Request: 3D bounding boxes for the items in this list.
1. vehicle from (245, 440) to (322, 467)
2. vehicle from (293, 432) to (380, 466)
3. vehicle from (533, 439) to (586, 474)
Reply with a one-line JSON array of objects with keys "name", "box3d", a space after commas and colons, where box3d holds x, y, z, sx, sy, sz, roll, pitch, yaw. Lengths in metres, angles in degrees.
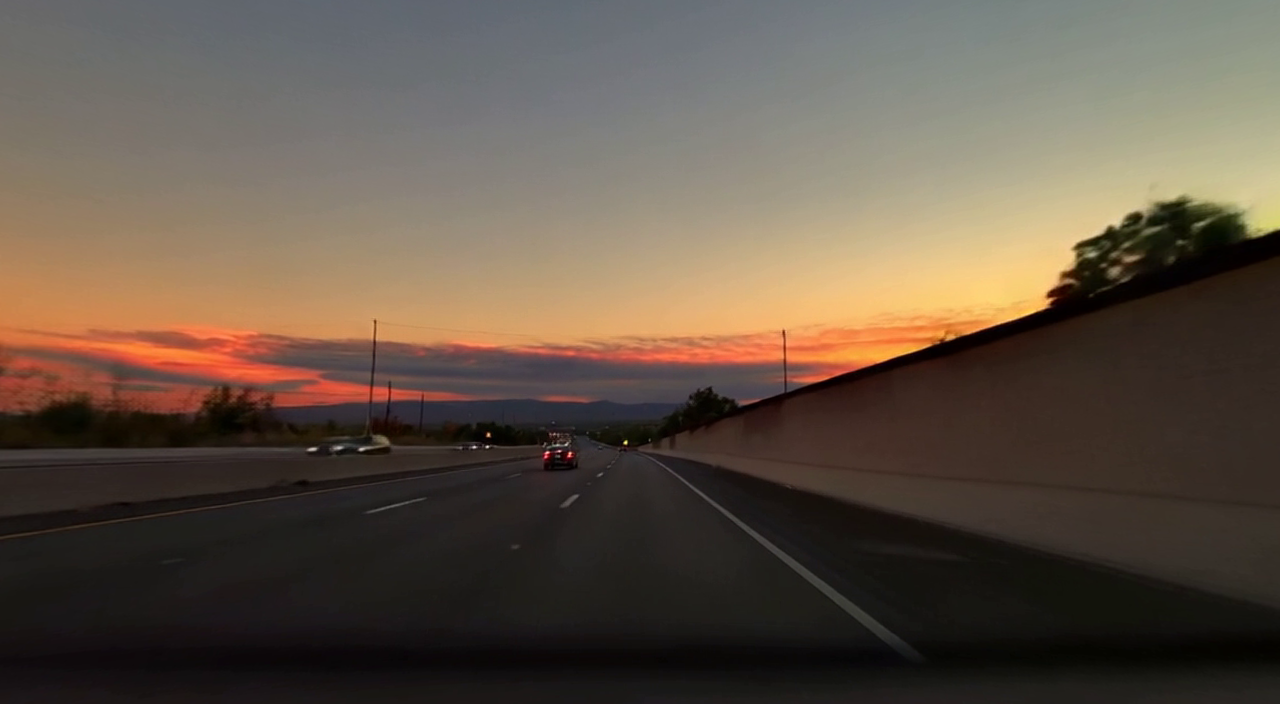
[{"name": "vehicle", "box3d": [-21.172, 6.066, 37.654, 1.861, 1.485, 4.658, 0, -9, 0]}, {"name": "vehicle", "box3d": [-17.188, 5.549, 36.055, 2.261, 1.747, 5.352, 1, -9, 0]}, {"name": "vehicle", "box3d": [-4.089, 5.391, 32.711, 2.133, 1.683, 4.340, 1, -9, 0]}]
